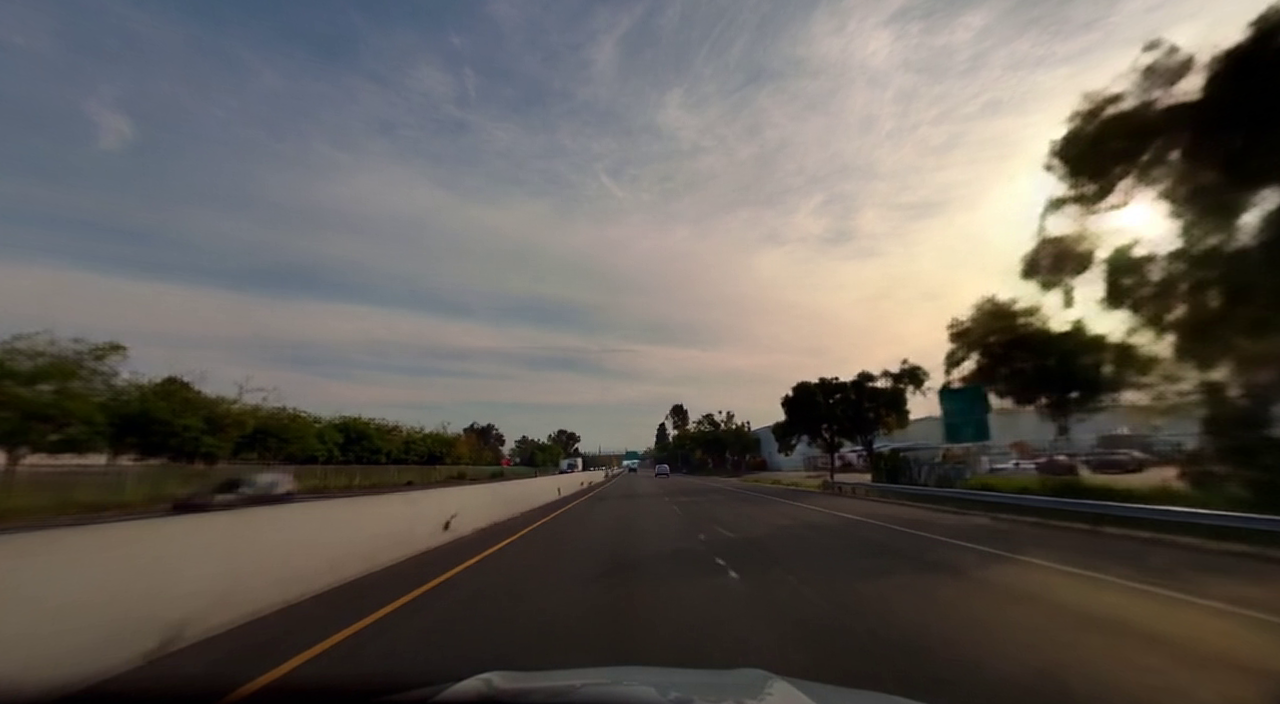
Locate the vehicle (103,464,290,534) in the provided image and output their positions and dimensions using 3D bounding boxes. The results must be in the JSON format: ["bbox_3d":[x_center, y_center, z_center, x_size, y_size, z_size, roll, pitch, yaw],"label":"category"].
[{"bbox_3d":[-11.798,3.914,17.214,1.947,1.628,4.211,0,-10,1],"label":"vehicle"}]
